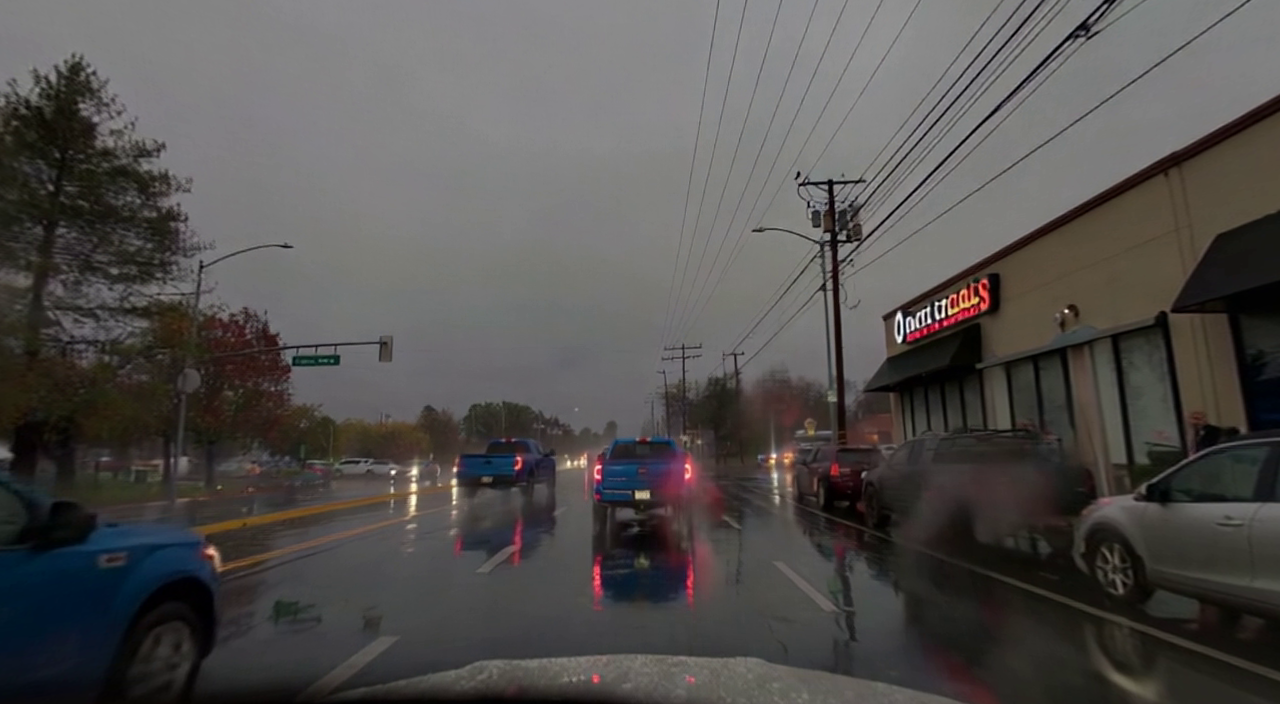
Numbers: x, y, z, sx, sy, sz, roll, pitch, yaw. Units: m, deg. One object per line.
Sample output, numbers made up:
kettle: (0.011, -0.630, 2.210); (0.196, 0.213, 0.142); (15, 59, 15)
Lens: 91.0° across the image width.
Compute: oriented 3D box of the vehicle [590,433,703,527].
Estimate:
vehicle: (0.203, 2.742, 14.112); (2.089, 1.699, 4.650); (0, -9, 2)

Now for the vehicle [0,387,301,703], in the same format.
vehicle: (-3.209, 0.809, 1.550); (1.995, 1.554, 4.618); (0, -9, 3)

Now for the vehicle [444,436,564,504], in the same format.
vehicle: (-3.923, 3.519, 19.323); (2.140, 1.768, 5.092); (0, -9, 5)

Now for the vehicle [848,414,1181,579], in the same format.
vehicle: (4.926, 1.960, 9.421); (2.007, 1.786, 4.870); (0, -9, 1)

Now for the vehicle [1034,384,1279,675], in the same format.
vehicle: (4.921, 1.093, 3.867); (2.014, 1.755, 4.520); (0, -9, 0)
